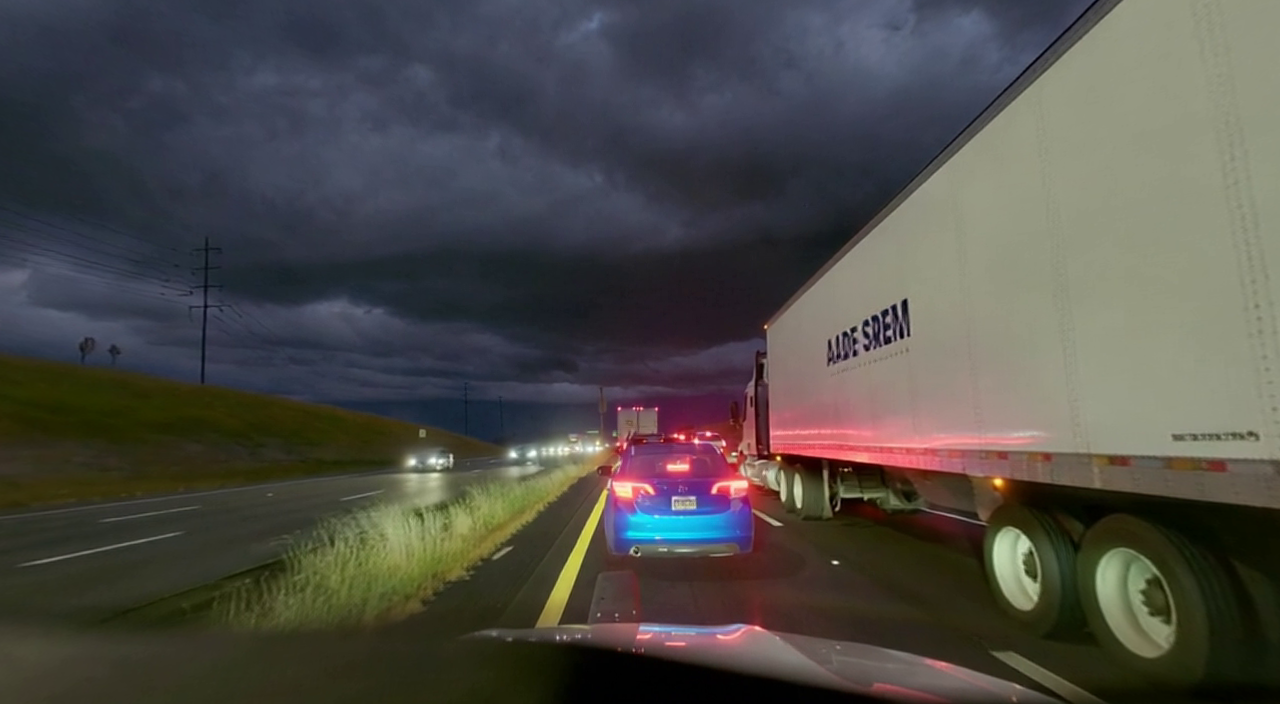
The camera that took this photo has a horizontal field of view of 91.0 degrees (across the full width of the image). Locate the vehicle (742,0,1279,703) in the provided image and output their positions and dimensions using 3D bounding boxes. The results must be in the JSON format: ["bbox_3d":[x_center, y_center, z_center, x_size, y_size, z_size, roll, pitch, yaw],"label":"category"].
[{"bbox_3d":[4.155,0.355,7.387,3.138,4.065,14.276,0,-8,-2],"label":"vehicle"}]

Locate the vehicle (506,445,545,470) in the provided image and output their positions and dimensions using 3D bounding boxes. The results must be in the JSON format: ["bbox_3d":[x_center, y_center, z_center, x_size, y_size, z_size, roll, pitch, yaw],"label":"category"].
[{"bbox_3d":[-8.274,7.618,45.773,1.991,1.629,4.259,-1,-8,0],"label":"vehicle"}]

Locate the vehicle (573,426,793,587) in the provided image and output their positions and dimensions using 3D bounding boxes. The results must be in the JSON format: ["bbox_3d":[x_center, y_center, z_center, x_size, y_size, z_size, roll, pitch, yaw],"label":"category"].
[{"bbox_3d":[0.329,1.694,7.718,2.045,1.446,3.597,0,-8,-2],"label":"vehicle"}]

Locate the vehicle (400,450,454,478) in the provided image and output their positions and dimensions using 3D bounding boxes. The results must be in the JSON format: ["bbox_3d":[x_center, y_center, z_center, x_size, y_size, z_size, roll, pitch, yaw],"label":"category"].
[{"bbox_3d":[-12.382,6.530,36.846,1.795,1.441,3.759,-1,-8,0],"label":"vehicle"}]
